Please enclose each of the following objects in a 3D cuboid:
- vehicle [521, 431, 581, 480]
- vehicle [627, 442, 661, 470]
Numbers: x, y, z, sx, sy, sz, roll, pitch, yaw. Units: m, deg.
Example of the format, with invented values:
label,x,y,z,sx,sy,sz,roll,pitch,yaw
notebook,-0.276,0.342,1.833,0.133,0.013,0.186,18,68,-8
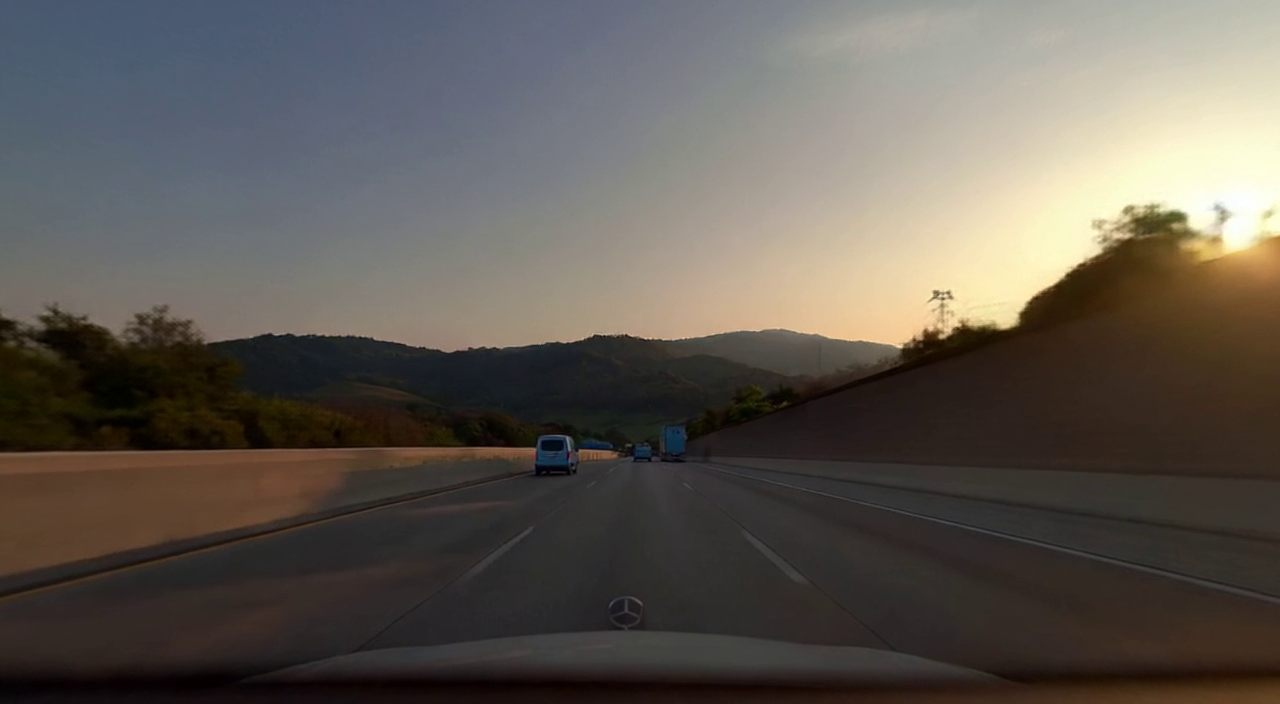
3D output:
label,x,y,z,sx,sy,sz,roll,pitch,yaw
vehicle,-3.930,4.696,28.582,1.955,2.004,4.792,0,-9,0
vehicle,0.289,7.057,42.770,2.166,1.747,4.299,0,-9,1
